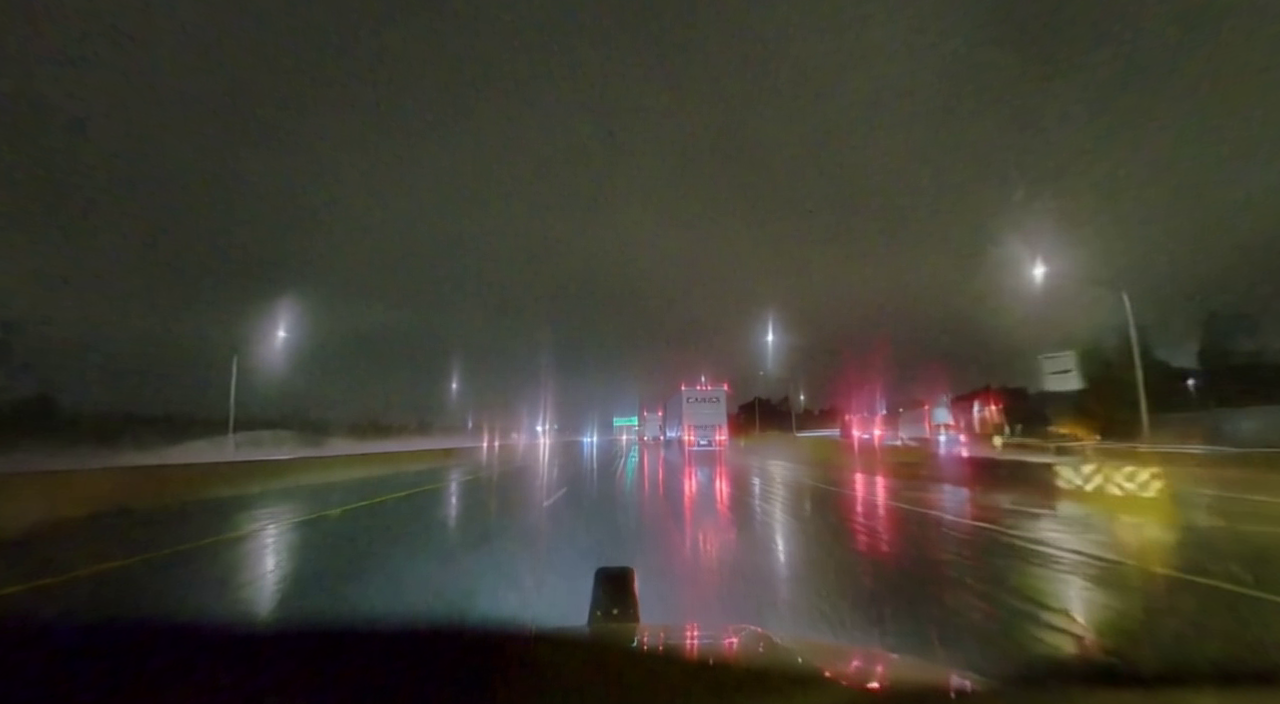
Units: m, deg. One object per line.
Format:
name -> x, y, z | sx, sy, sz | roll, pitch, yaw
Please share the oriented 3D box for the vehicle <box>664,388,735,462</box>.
vehicle -> 3.593, 5.058, 42.107 | 2.976, 4.064, 14.619 | 0, -8, -1
